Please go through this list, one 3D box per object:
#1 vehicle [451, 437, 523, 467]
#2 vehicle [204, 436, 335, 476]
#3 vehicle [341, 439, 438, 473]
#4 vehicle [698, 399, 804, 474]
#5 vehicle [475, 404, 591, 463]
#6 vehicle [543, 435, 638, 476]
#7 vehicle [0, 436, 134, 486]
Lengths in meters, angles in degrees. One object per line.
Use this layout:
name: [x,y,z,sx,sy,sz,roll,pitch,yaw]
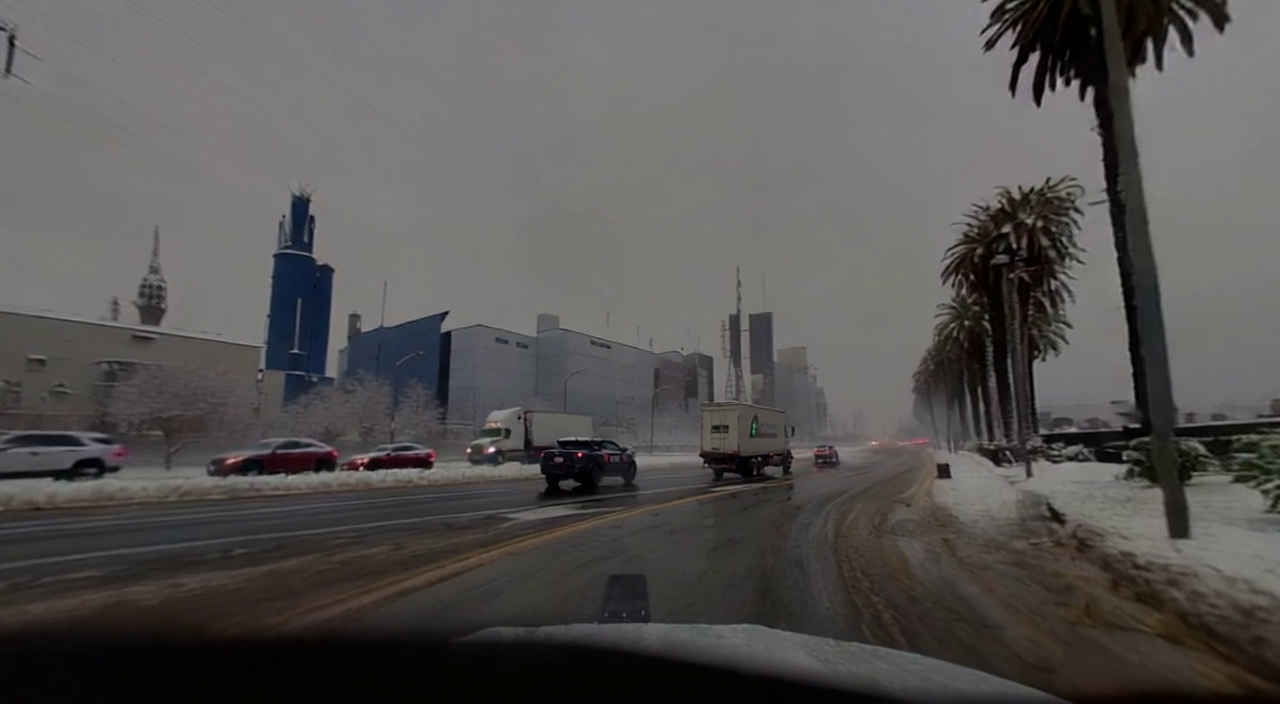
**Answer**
vehicle: [-9.431,6.274,39.208,1.833,1.578,4.412,-9,-15,27]
vehicle: [-15.933,4.493,27.384,1.847,1.567,4.532,-5,-10,27]
vehicle: [-12.714,5.378,32.332,1.785,1.502,4.457,-6,-13,27]
vehicle: [7.198,5.279,38.970,2.903,3.933,11.567,-5,-10,28]
vehicle: [-7.994,6.671,49.731,2.907,3.760,11.193,-5,-13,26]
vehicle: [-2.459,5.412,33.222,2.266,1.950,5.866,-4,-9,26]
vehicle: [-19.258,3.444,20.083,1.792,1.451,4.419,-5,-10,28]
